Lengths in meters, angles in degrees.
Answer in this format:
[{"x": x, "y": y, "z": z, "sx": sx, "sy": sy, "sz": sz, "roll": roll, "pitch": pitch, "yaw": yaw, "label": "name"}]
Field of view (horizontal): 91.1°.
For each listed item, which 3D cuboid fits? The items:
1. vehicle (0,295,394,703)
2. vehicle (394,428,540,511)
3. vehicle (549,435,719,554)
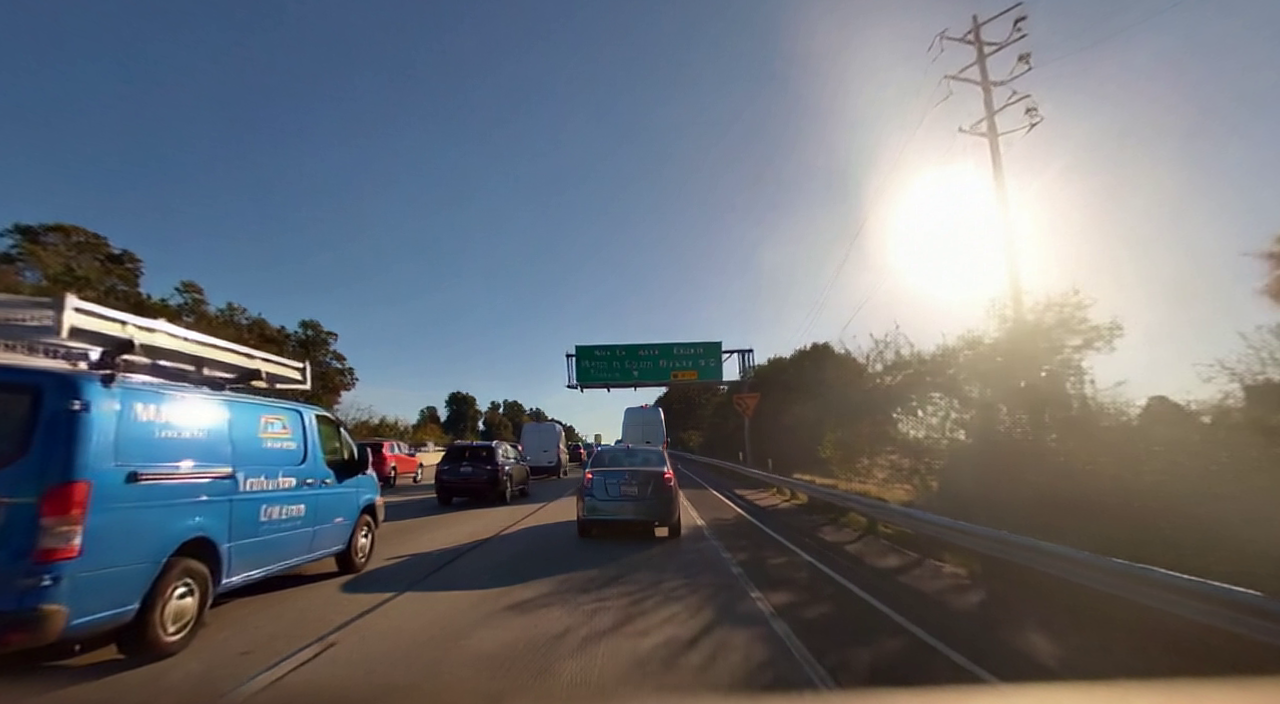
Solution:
[{"x": -3.871, "y": 1.009, "z": 4.638, "sx": 2.142, "sy": 1.952, "sz": 4.556, "roll": 0, "pitch": -8, "yaw": 1, "label": "vehicle"}, {"x": -3.869, "y": 2.720, "z": 15.019, "sx": 2.114, "sy": 1.657, "sz": 4.432, "roll": 0, "pitch": -8, "yaw": 2, "label": "vehicle"}, {"x": -0.061, "y": 2.033, "z": 9.703, "sx": 2.054, "sy": 1.421, "sz": 4.090, "roll": 0, "pitch": -8, "yaw": 0, "label": "vehicle"}]
